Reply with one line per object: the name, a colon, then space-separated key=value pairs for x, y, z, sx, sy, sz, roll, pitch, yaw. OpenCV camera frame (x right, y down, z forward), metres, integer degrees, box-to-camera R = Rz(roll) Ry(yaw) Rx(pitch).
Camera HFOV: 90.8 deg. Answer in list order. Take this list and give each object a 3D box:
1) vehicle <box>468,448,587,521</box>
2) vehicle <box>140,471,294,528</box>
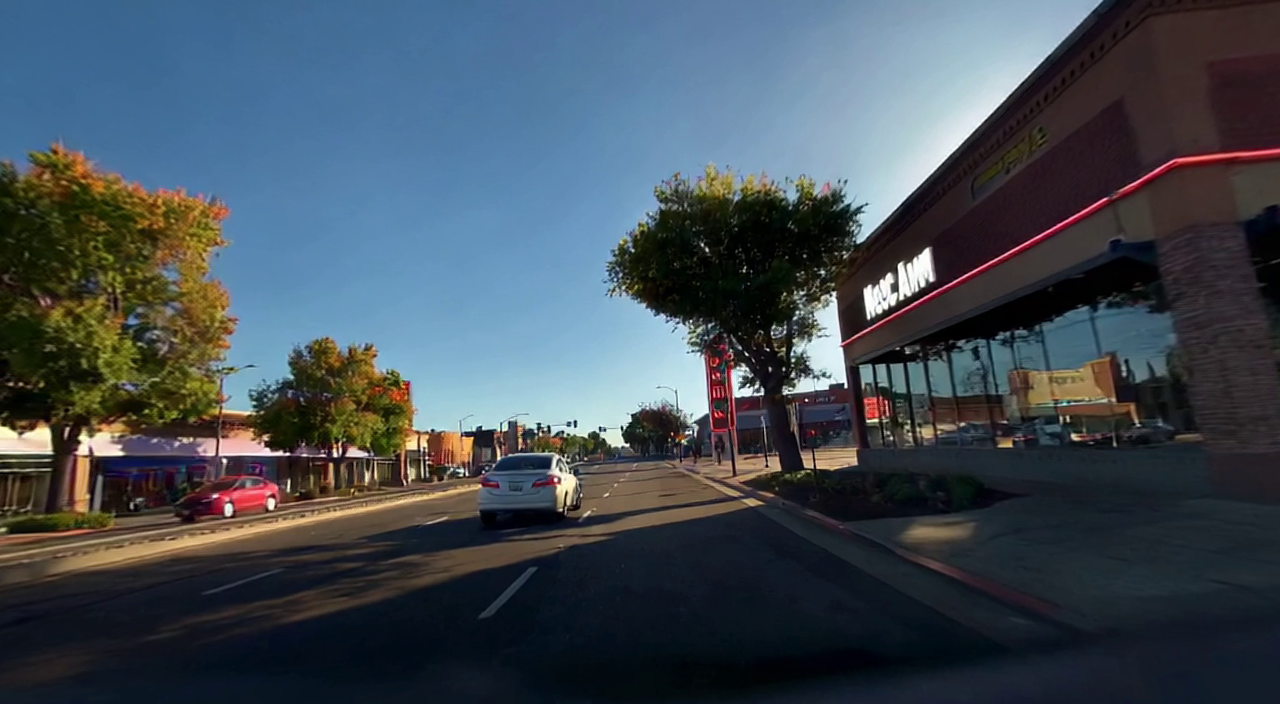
vehicle: x=-2.448 y=2.998 z=14.849 sx=1.977 sy=1.451 sz=4.032 roll=-1 pitch=-9 yaw=1
vehicle: x=-13.677 y=4.750 z=20.825 sx=1.922 sy=1.481 sz=4.441 roll=-1 pitch=-9 yaw=1
